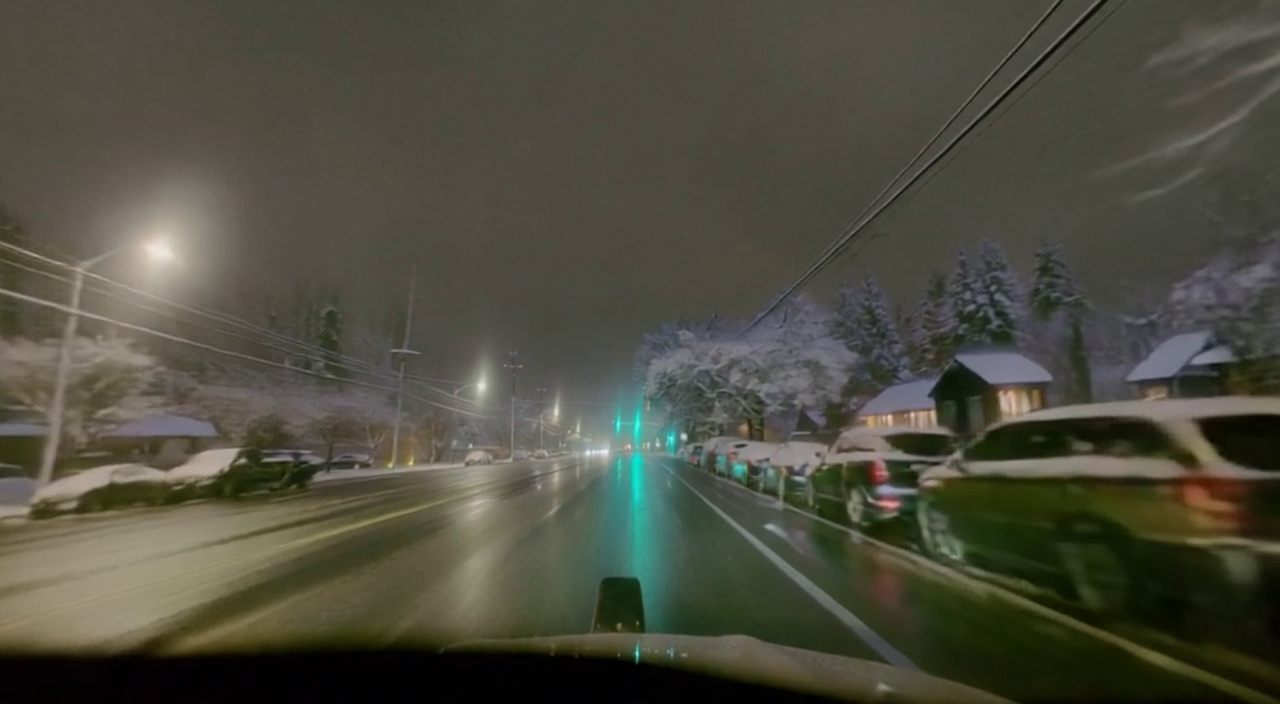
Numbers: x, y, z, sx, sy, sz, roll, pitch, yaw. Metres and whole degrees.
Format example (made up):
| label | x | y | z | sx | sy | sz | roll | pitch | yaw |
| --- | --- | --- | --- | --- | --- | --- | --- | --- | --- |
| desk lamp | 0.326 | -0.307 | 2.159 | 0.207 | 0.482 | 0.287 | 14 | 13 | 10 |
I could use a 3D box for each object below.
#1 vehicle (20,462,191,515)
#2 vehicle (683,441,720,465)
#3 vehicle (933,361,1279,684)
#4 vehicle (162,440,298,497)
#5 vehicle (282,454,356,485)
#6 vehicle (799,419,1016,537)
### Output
| label | x | y | z | sx | sy | sz | roll | pitch | yaw |
| --- | --- | --- | --- | --- | --- | --- | --- | --- | --- |
| vehicle | -17.788 | 4.530 | 21.382 | 1.921 | 1.480 | 4.392 | 0 | -9 | 0 |
| vehicle | 4.463 | 7.432 | 46.602 | 2.154 | 1.718 | 4.980 | 0 | -9 | -1 |
| vehicle | 4.514 | 1.205 | 5.225 | 1.926 | 1.778 | 4.568 | 0 | -9 | 0 |
| vehicle | -17.819 | 5.068 | 27.936 | 2.360 | 2.225 | 5.385 | 0 | -9 | 0 |
| vehicle | -17.770 | 6.508 | 35.236 | 1.871 | 1.596 | 4.114 | -1 | -9 | 2 |
| vehicle | 4.468 | 2.175 | 11.514 | 1.889 | 1.697 | 4.557 | 0 | -9 | -1 |
